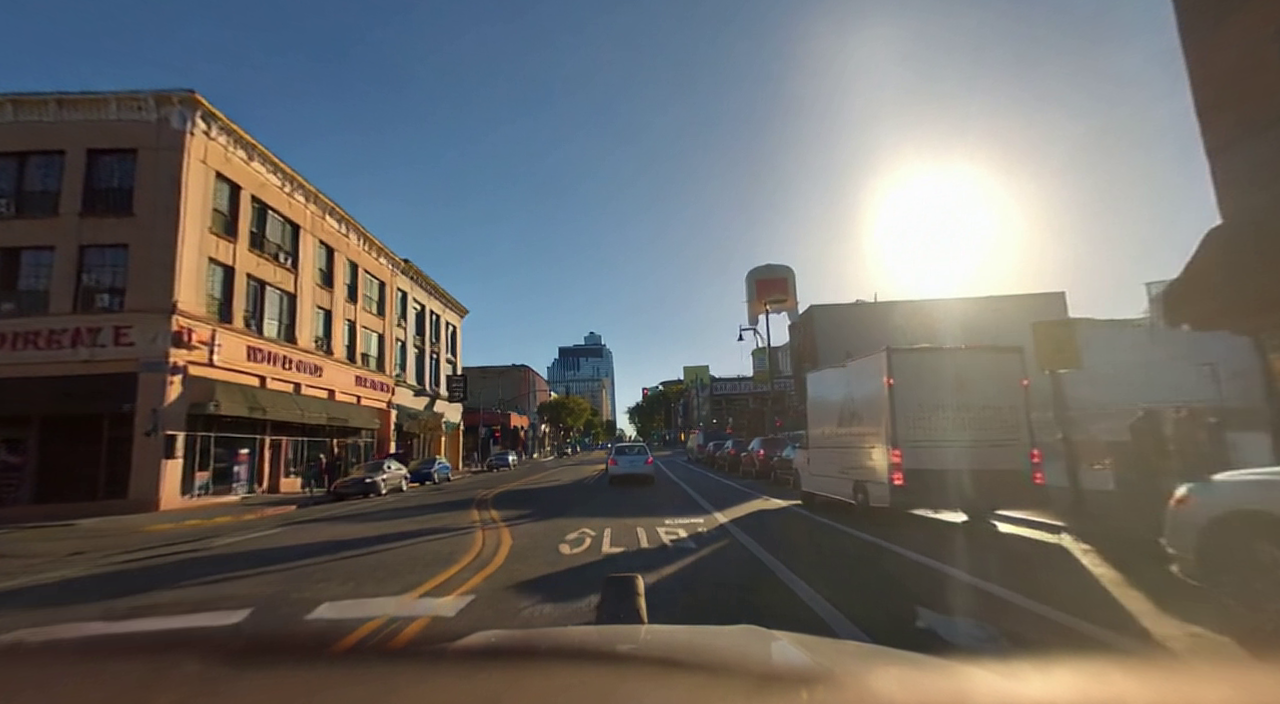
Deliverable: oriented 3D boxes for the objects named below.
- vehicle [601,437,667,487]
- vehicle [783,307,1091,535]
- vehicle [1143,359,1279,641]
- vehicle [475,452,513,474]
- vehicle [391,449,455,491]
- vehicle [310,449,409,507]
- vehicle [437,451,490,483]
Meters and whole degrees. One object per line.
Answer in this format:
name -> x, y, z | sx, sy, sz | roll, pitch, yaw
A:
vehicle -> -0.198, 3.799, 22.161 | 2.086, 1.575, 4.205 | 0, -8, 0
vehicle -> 5.428, 1.570, 13.548 | 2.893, 3.553, 7.295 | 0, -8, -1
vehicle -> 5.585, 0.741, 2.491 | 2.367, 1.917, 5.810 | 0, -8, 0
vehicle -> -11.186, 8.504, 48.668 | 1.868, 1.502, 4.626 | 0, -8, -1
vehicle -> -11.472, 6.230, 33.748 | 1.872, 1.731, 4.656 | -4, -6, -2
vehicle -> -11.327, 5.053, 25.843 | 2.055, 1.685, 4.370 | -5, -6, -1
vehicle -> -11.190, 7.305, 40.361 | 1.920, 1.498, 4.591 | -5, -6, 2
